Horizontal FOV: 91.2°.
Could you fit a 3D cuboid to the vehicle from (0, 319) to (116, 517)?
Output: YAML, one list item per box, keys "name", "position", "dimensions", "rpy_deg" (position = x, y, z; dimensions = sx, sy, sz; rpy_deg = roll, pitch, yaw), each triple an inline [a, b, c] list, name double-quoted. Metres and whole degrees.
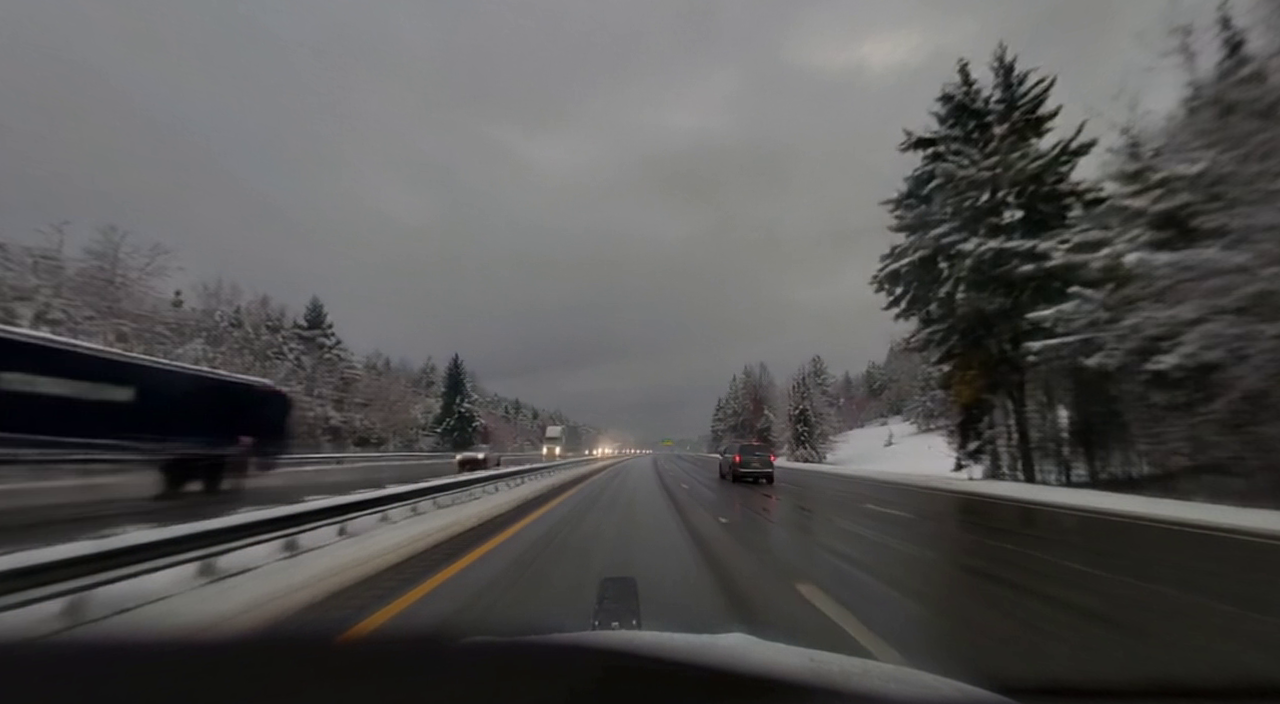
- name: "vehicle"
  position: [-13.421, 0.831, 9.085]
  dimensions: [3.064, 3.642, 9.893]
  rpy_deg: [0, -9, 0]

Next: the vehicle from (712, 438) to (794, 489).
- name: "vehicle"
  position: [4.002, 4.050, 23.090]
  dimensions: [2.089, 1.660, 4.729]
  rpy_deg: [0, -9, -1]
